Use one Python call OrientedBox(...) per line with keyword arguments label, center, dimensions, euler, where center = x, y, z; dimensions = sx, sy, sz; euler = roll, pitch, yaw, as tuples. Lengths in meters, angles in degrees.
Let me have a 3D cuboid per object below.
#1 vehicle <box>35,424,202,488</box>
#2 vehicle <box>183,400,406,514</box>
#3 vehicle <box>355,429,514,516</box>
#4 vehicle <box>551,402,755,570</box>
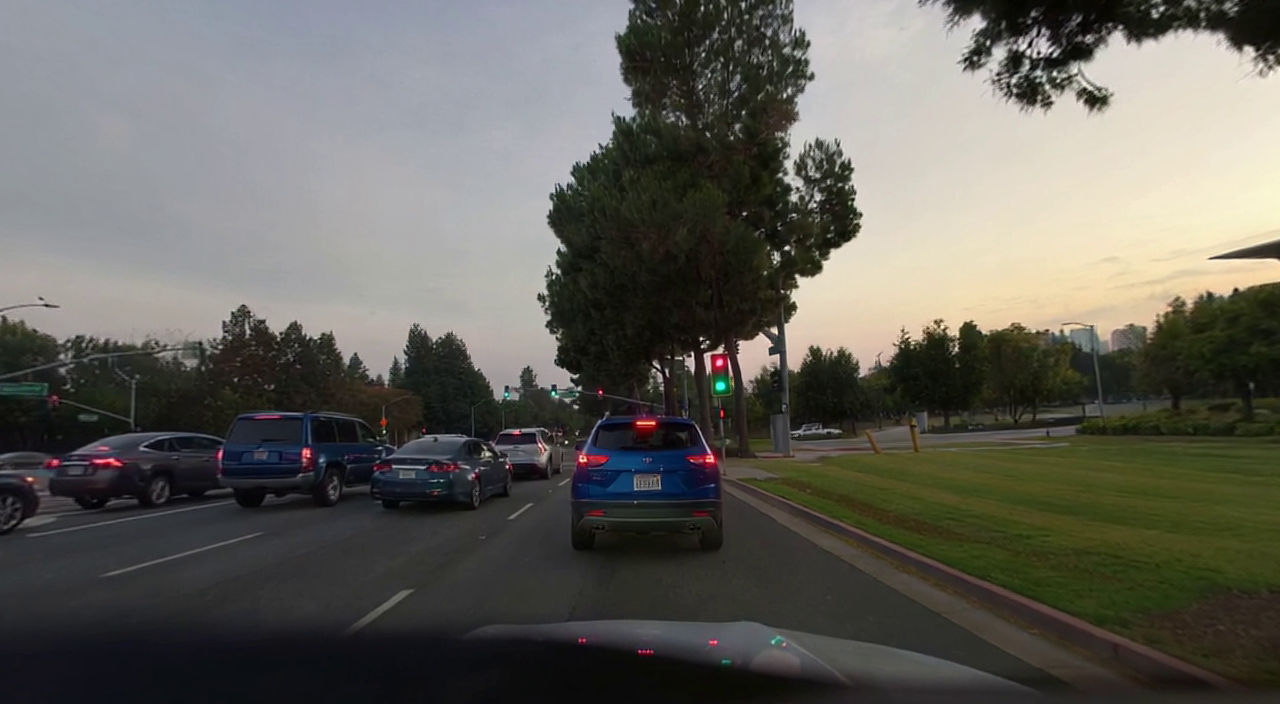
OrientedBox(label="vehicle", center=(-17.677, 3.548, 21.770), dimensions=(2.136, 1.976, 4.342), euler=(0, -9, -4))
OrientedBox(label="vehicle", center=(-7.390, 2.341, 14.398), dimensions=(2.195, 2.093, 5.185), euler=(0, -9, -1))
OrientedBox(label="vehicle", center=(-4.080, 2.464, 13.396), dimensions=(1.942, 1.523, 4.212), euler=(0, -9, 0))
OrientedBox(label="vehicle", center=(0.106, 1.674, 8.573), dimensions=(2.055, 1.681, 4.270), euler=(0, -9, -1))
